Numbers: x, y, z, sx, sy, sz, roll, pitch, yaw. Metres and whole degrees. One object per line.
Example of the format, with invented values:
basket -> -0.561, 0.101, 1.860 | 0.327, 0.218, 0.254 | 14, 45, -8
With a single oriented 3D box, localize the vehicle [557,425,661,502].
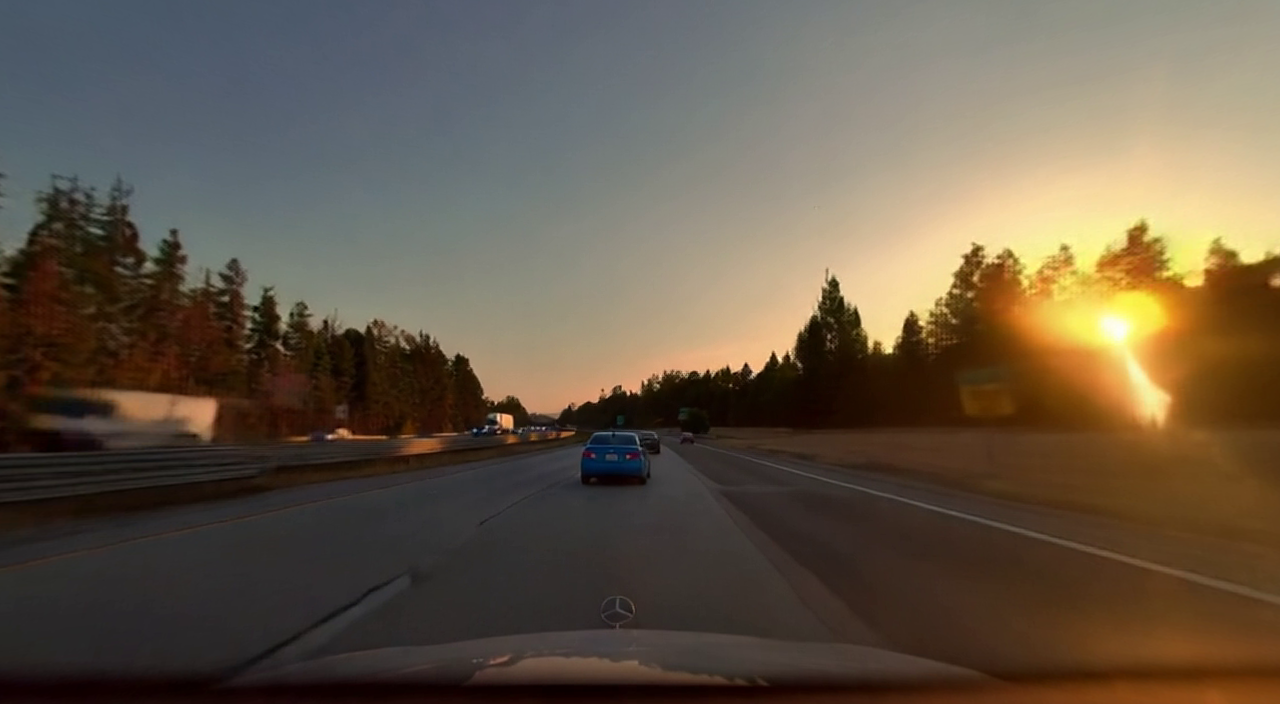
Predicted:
vehicle -> -0.524, 2.394, 14.120 | 1.977, 1.443, 4.225 | 0, -7, 2

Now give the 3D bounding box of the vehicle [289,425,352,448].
vehicle -> -21.443, 5.685, 42.509 | 1.760, 1.435, 4.465 | 0, -7, 2

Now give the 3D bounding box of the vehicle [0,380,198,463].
vehicle -> -18.294, 2.373, 21.075 | 2.267, 2.355, 6.194 | 0, -7, 2
